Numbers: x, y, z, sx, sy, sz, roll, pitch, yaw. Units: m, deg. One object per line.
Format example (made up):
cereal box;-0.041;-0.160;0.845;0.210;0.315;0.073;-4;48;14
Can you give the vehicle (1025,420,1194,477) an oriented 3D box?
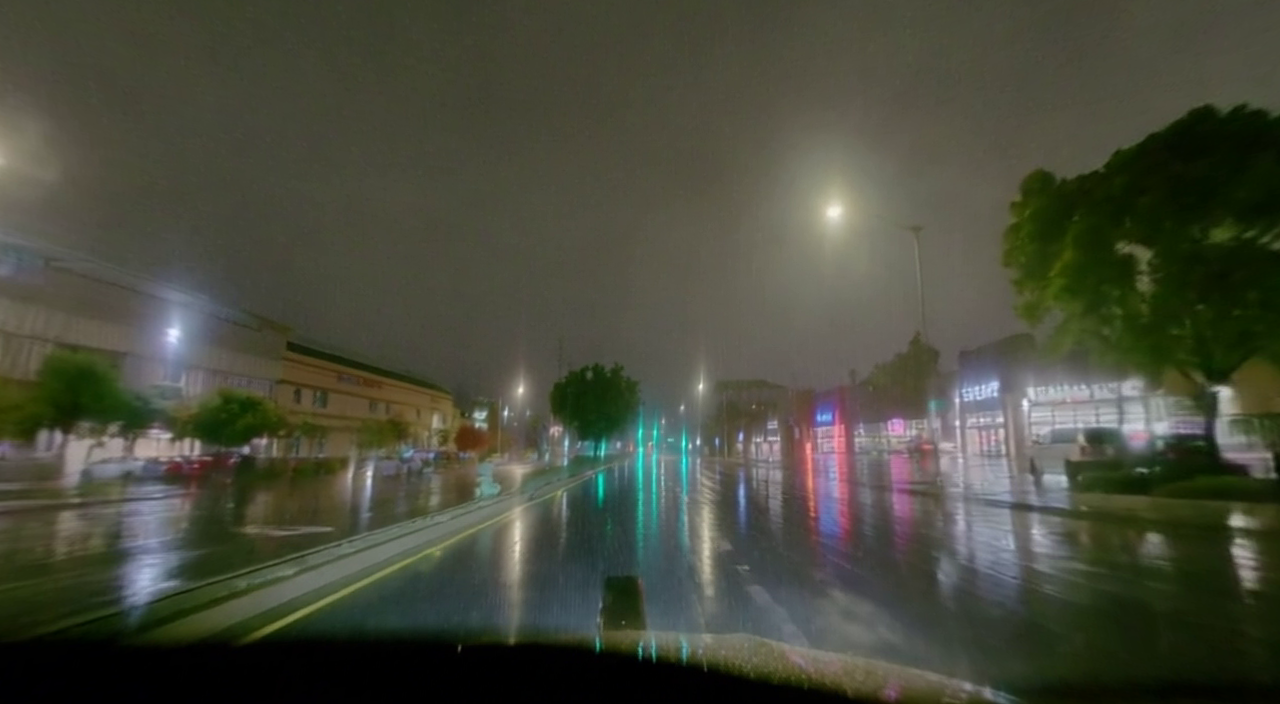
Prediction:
vehicle;16.643;3.488;22.724;2.151;1.814;5.129;0;-9;1

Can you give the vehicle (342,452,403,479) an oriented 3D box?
vehicle;-19.008;8.039;44.872;2.029;1.785;4.694;0;-9;3

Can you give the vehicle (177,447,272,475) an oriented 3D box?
vehicle;-26.926;7.062;40.839;4.472;1.717;2.392;1;-8;-2

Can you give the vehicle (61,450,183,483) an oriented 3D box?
vehicle;-27.622;6.095;33.591;4.573;1.633;2.016;1;-8;-5
